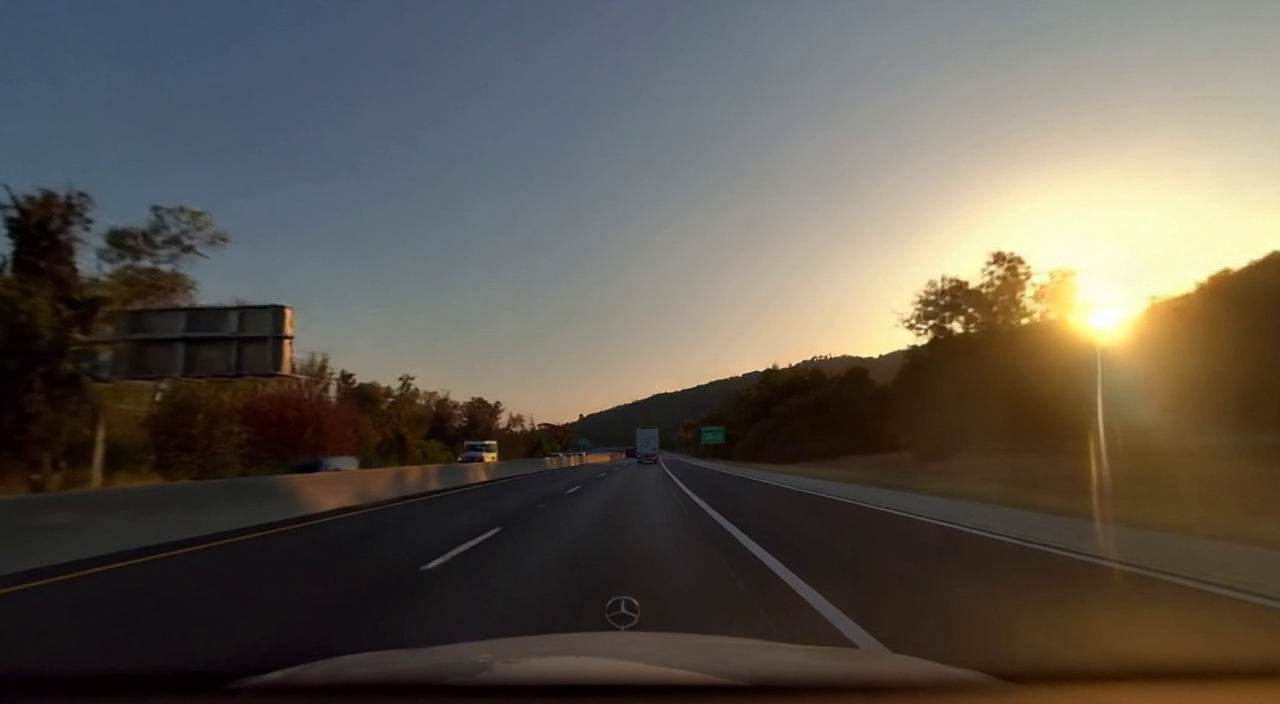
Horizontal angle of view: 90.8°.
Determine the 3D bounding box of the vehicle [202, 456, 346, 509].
[{"bbox_3d":[-12.524,4.463,22.088,2.030,1.583,4.991,0,-9,0],"label":"vehicle"}]
